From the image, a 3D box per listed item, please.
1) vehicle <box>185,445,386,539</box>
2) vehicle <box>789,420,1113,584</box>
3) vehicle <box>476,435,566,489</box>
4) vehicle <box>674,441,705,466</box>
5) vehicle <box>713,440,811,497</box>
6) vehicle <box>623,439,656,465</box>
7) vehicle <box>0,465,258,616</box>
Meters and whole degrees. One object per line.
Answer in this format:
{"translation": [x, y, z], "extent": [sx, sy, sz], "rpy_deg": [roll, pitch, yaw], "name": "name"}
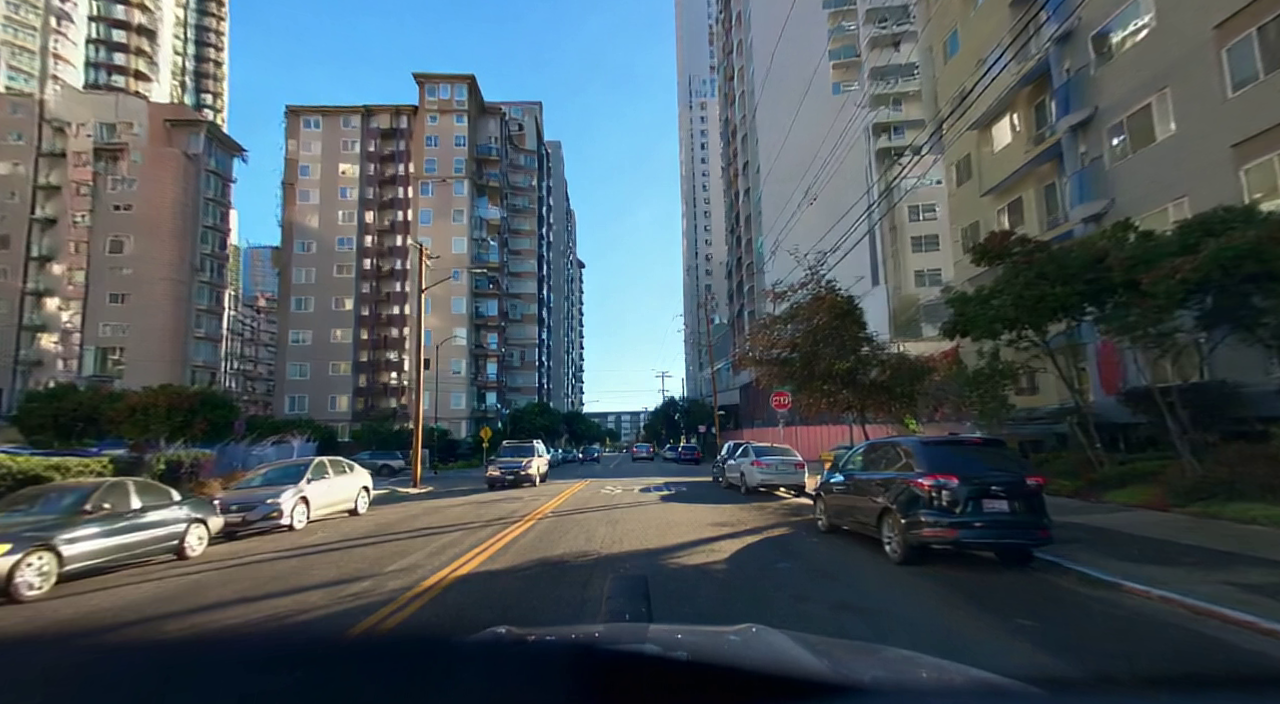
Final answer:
{"translation": [-7.560, 2.972, 14.084], "extent": [1.928, 1.721, 4.429], "rpy_deg": [0, -9, -1], "name": "vehicle"}
{"translation": [3.750, 1.889, 8.872], "extent": [2.040, 1.637, 4.734], "rpy_deg": [0, -9, -1], "name": "vehicle"}
{"translation": [-4.307, 4.079, 23.677], "extent": [2.452, 1.778, 4.634], "rpy_deg": [0, -9, 1], "name": "vehicle"}
{"translation": [3.854, 7.954, 49.689], "extent": [2.164, 1.721, 4.416], "rpy_deg": [-4, -9, 1], "name": "vehicle"}
{"translation": [3.553, 3.487, 19.287], "extent": [1.888, 1.495, 4.567], "rpy_deg": [0, -9, -2], "name": "vehicle"}
{"translation": [-0.005, 7.913, 49.845], "extent": [2.453, 1.895, 4.344], "rpy_deg": [0, -9, 0], "name": "vehicle"}
{"translation": [-7.571, 2.324, 8.560], "extent": [1.953, 1.417, 4.449], "rpy_deg": [-1, -9, 1], "name": "vehicle"}
